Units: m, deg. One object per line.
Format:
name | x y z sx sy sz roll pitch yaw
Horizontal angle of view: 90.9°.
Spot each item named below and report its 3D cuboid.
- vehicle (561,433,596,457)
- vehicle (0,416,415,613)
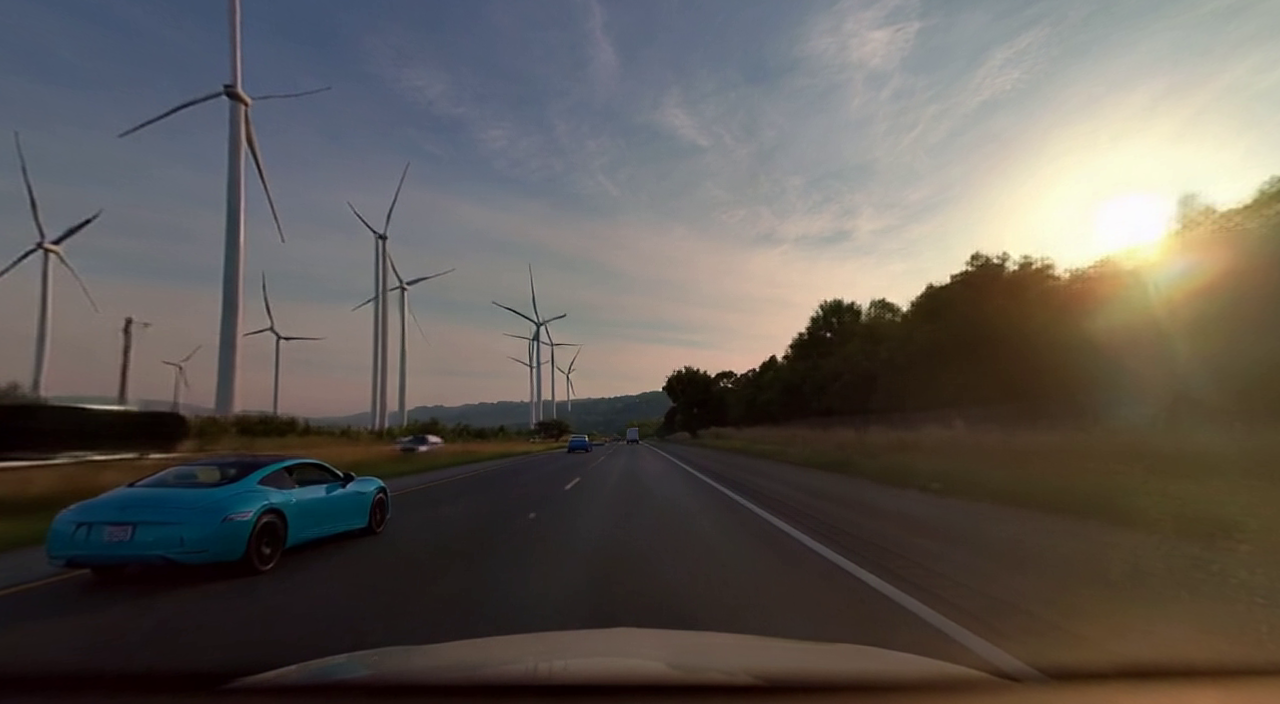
vehicle | -3.925 5.975 40.785 2.024 1.456 3.754 0 -8 -1
vehicle | -4.126 1.464 6.716 1.969 1.413 4.194 0 -8 -1
